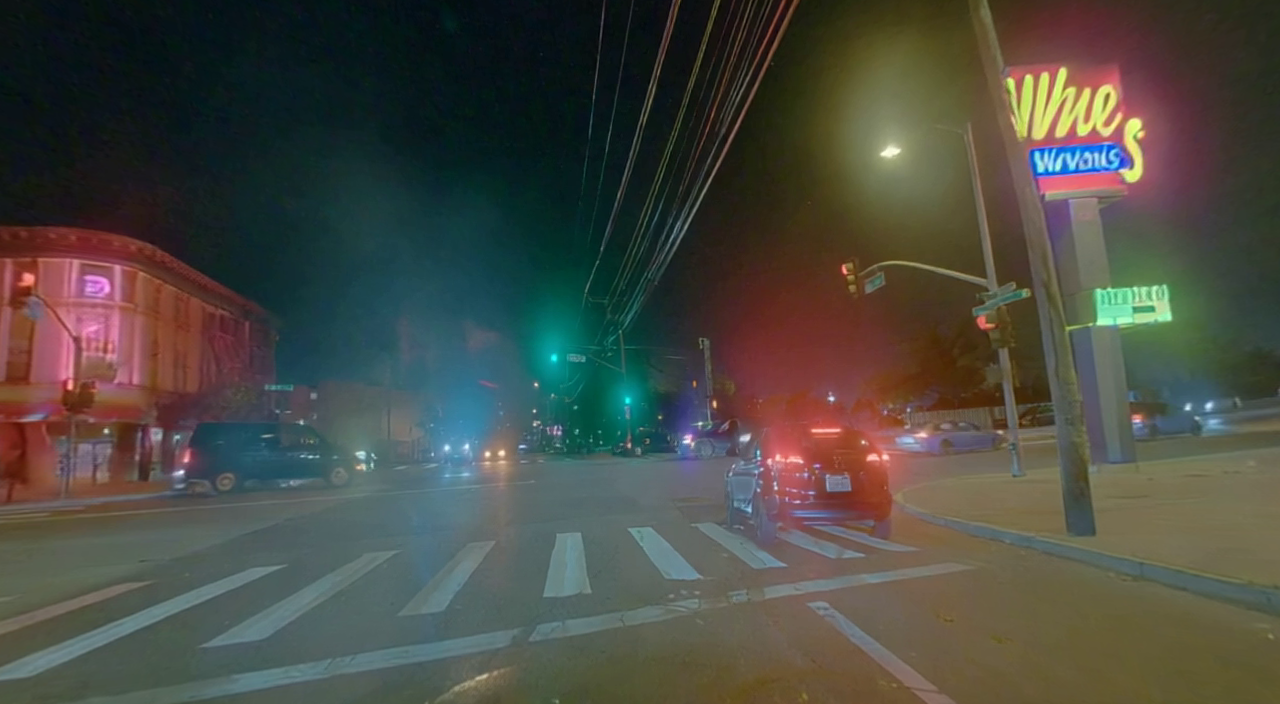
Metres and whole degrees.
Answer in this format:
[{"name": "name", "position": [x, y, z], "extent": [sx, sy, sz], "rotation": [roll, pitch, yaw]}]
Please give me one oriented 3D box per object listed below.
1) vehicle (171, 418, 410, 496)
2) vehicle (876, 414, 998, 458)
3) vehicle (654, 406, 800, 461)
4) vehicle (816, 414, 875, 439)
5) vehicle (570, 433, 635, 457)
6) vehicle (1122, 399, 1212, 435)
[{"name": "vehicle", "position": [-9.804, 2.972, 18.175], "extent": [5.603, 1.938, 2.081], "rotation": [5, -10, -30]}, {"name": "vehicle", "position": [11.175, 3.170, 23.715], "extent": [4.499, 1.524, 1.784], "rotation": [4, -10, -29]}, {"name": "vehicle", "position": [3.570, 3.349, 25.707], "extent": [5.588, 1.985, 2.374], "rotation": [5, -10, -31]}, {"name": "vehicle", "position": [16.112, 5.835, 49.458], "extent": [4.589, 1.730, 1.801], "rotation": [6, -8, -31]}, {"name": "vehicle", "position": [-2.769, 6.828, 46.351], "extent": [4.591, 1.686, 1.816], "rotation": [1, -9, -11]}, {"name": "vehicle", "position": [27.632, 3.479, 33.084], "extent": [4.637, 1.723, 1.911], "rotation": [4, -10, -29]}]
